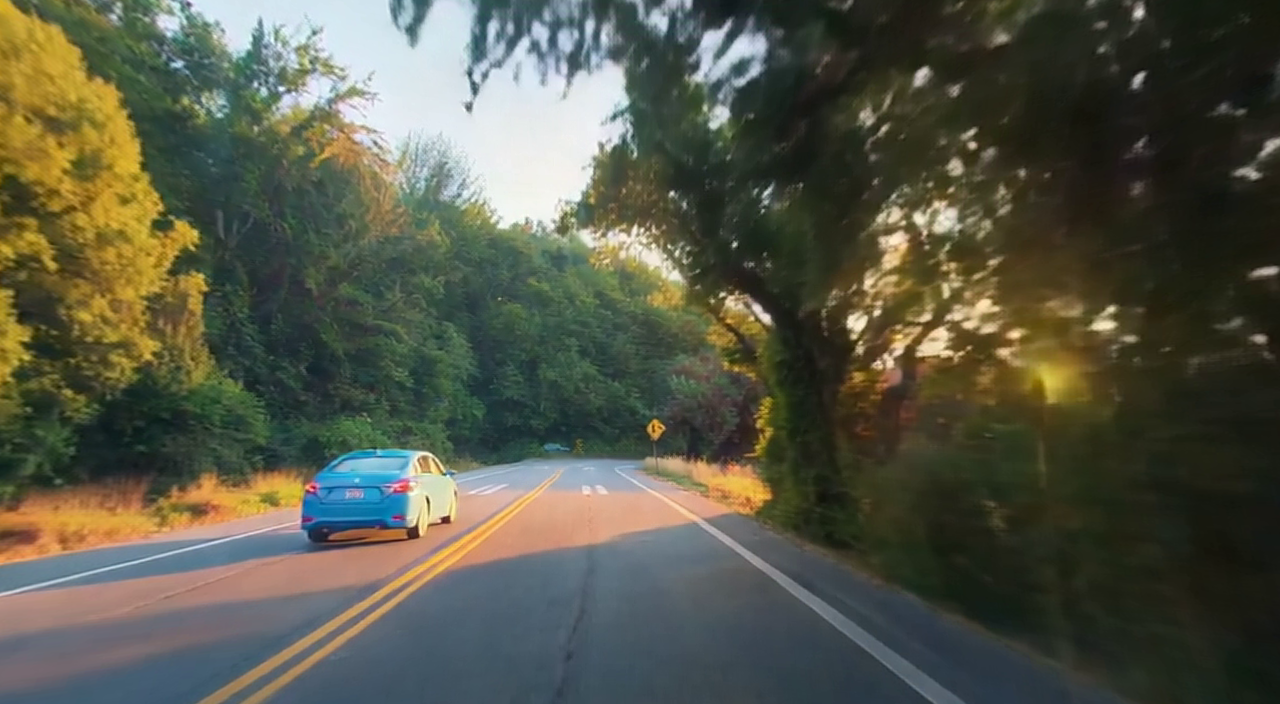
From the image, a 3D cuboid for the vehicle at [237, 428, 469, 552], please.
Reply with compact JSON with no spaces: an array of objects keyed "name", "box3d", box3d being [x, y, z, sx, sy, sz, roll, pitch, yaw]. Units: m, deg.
[{"name":"vehicle","box3d":[-4.352,2.143,10.419,2.078,1.607,3.959,0,-9,-2]}]
